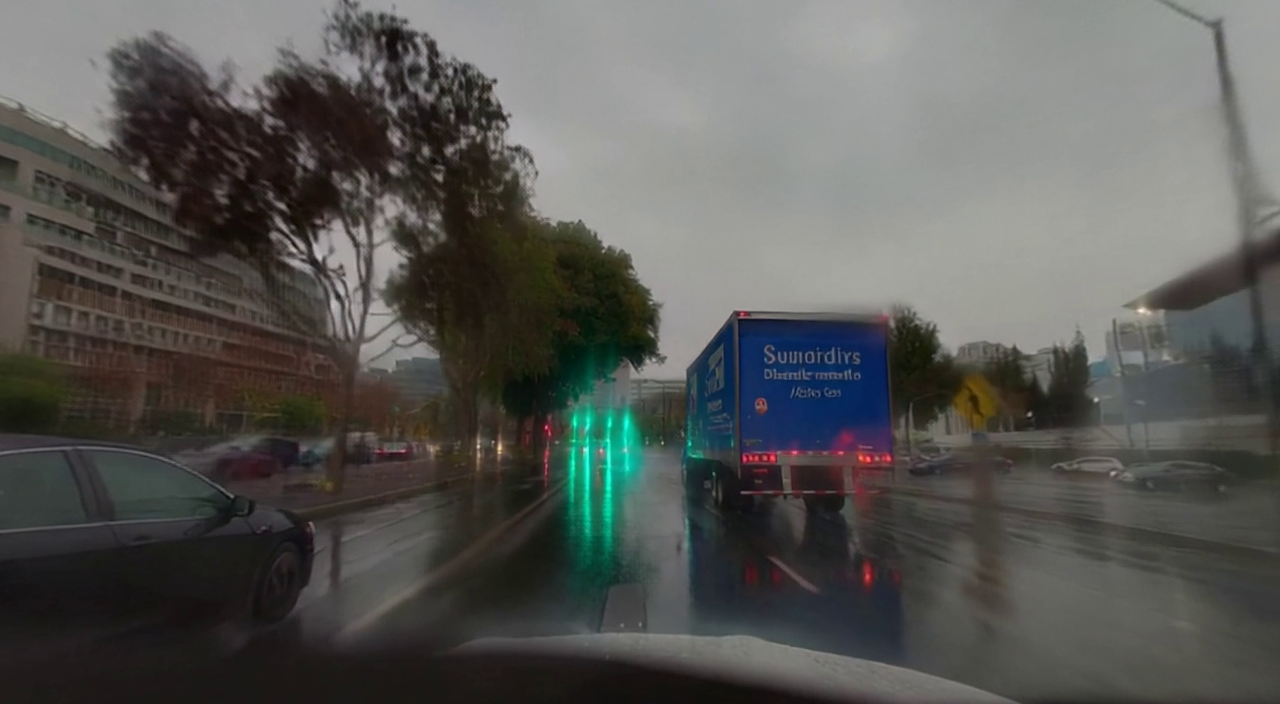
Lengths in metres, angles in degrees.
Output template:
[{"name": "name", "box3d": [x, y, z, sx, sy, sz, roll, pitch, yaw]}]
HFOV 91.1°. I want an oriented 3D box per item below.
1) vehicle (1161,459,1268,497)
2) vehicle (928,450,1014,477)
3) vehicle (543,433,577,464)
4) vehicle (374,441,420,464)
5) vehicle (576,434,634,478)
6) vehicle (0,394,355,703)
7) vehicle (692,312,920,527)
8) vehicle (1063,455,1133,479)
[{"name": "vehicle", "box3d": [25.633, 5.559, 27.977, 4.391, 1.492, 1.972, 4, -10, -27]}, {"name": "vehicle", "box3d": [20.046, 6.711, 38.012, 4.684, 1.477, 2.079, 4, -9, -23]}, {"name": "vehicle", "box3d": [-5.939, 7.268, 47.389, 2.269, 2.181, 5.787, 1, -9, -5]}, {"name": "vehicle", "box3d": [-17.829, 7.378, 46.272, 1.970, 1.644, 4.241, 1, -9, -4]}, {"name": "vehicle", "box3d": [-1.608, 4.659, 28.338, 2.388, 1.811, 4.455, 1, -9, -4]}, {"name": "vehicle", "box3d": [-3.577, 1.081, 3.535, 1.828, 1.515, 4.422, 0, -9, 0]}, {"name": "vehicle", "box3d": [3.141, 1.735, 14.892, 2.905, 3.644, 8.441, 0, -9, -1]}, {"name": "vehicle", "box3d": [34.161, 8.530, 46.797, 4.494, 1.612, 2.043, 3, -9, -22]}]
